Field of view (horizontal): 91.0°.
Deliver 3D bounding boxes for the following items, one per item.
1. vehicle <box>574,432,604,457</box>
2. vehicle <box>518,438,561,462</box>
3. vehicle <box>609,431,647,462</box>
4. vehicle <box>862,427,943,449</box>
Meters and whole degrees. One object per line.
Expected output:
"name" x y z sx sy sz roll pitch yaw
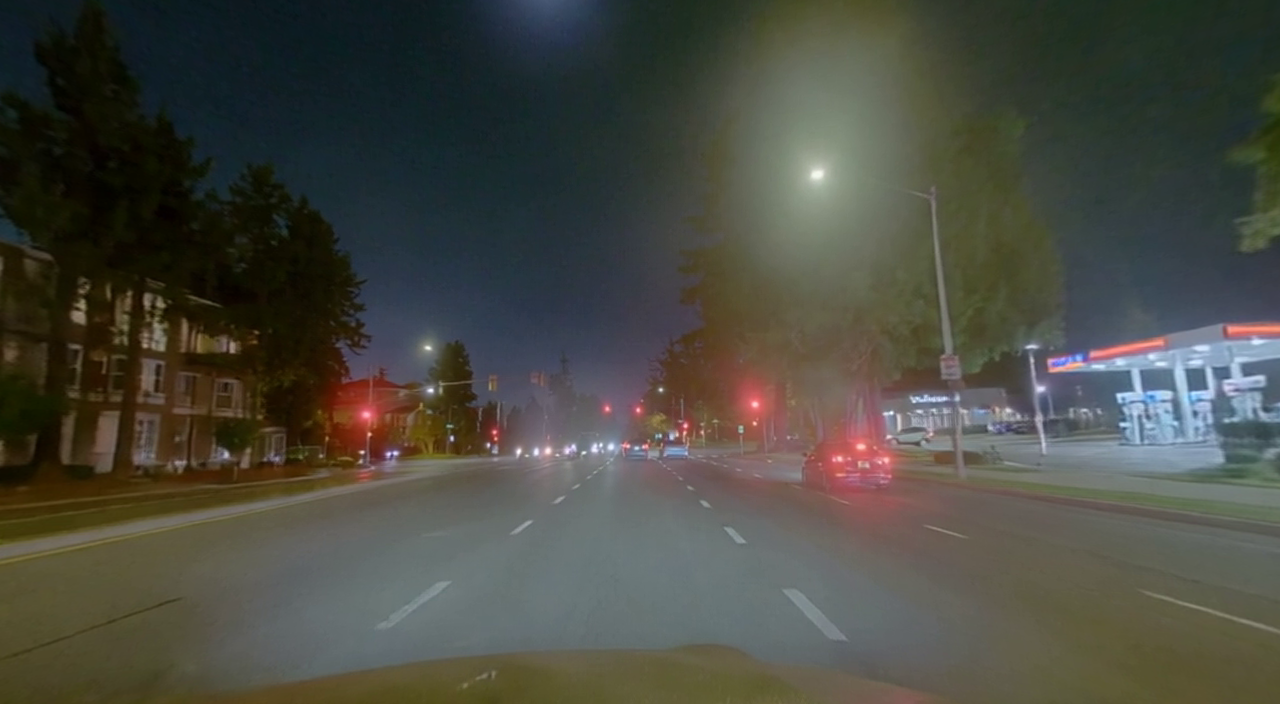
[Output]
"vehicle" -3.956 7.282 49.416 2.139 1.851 3.970 0 -9 -3
"vehicle" -6.334 6.199 40.014 2.033 1.442 4.668 0 -8 -1
"vehicle" -0.697 5.711 38.156 2.146 1.742 4.095 0 -8 0
"vehicle" 18.043 5.911 43.360 4.660 1.462 2.034 0 -9 0
